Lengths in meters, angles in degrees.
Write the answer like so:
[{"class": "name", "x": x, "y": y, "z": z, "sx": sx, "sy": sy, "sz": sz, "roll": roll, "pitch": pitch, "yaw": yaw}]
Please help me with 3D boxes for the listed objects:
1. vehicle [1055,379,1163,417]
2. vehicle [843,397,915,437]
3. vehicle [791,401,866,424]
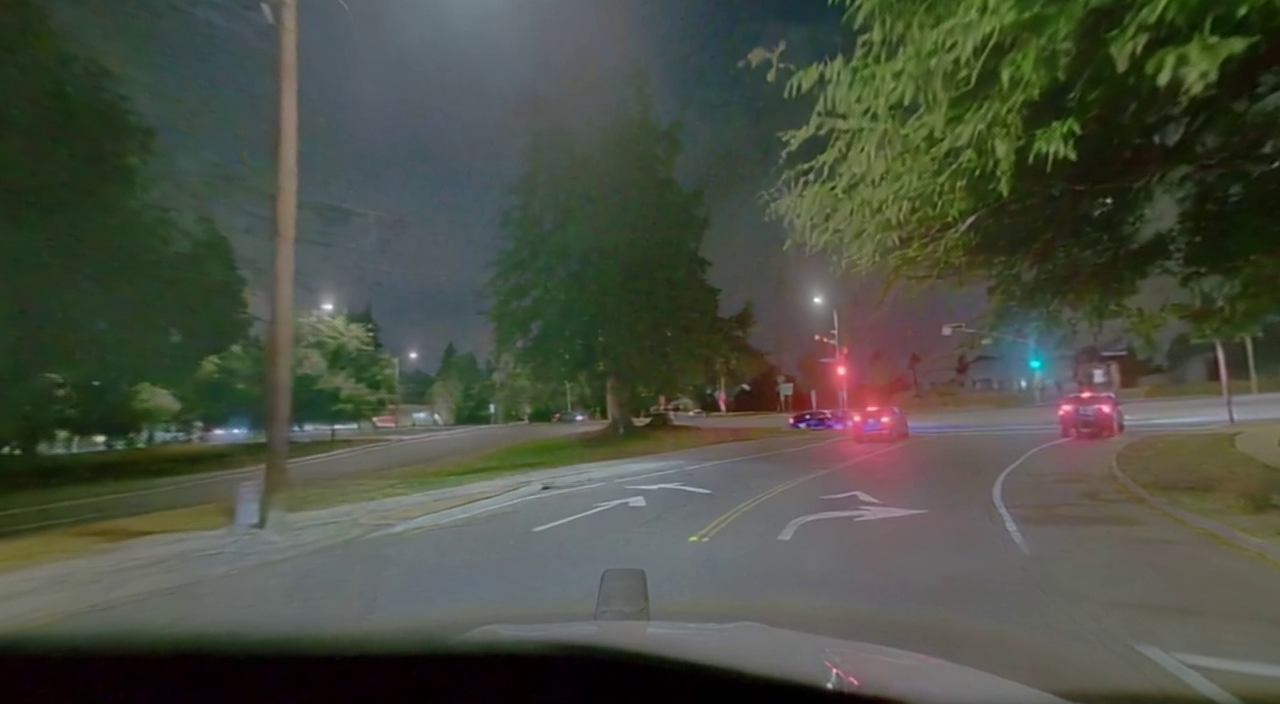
[{"class": "vehicle", "x": 26.512, "y": 2.636, "z": 35.772, "sx": 4.636, "sy": 1.668, "sz": 1.935, "roll": -9, "pitch": -6, "yaw": 37}, {"class": "vehicle", "x": 11.858, "y": 3.274, "z": 31.088, "sx": 1.928, "sy": 1.726, "sz": 4.704, "roll": -6, "pitch": -10, "yaw": 37}, {"class": "vehicle", "x": 13.542, "y": 4.387, "z": 45.429, "sx": 4.757, "sy": 1.442, "sz": 1.858, "roll": -6, "pitch": -6, "yaw": 37}]
